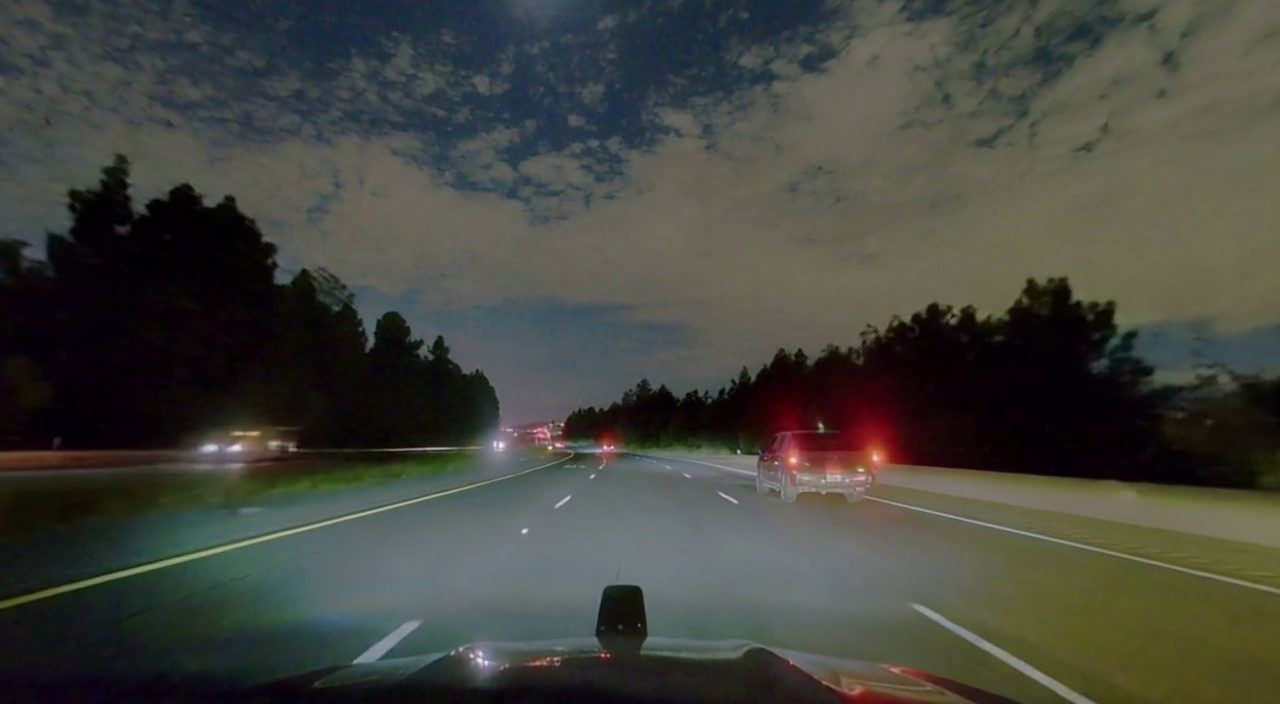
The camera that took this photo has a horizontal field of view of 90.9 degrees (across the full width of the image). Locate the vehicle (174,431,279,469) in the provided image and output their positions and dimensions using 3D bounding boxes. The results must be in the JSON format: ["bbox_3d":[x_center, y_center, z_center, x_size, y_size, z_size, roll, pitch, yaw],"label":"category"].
[{"bbox_3d":[-18.910,4.517,29.087,2.155,1.634,4.077,0,-9,-2],"label":"vehicle"}]
